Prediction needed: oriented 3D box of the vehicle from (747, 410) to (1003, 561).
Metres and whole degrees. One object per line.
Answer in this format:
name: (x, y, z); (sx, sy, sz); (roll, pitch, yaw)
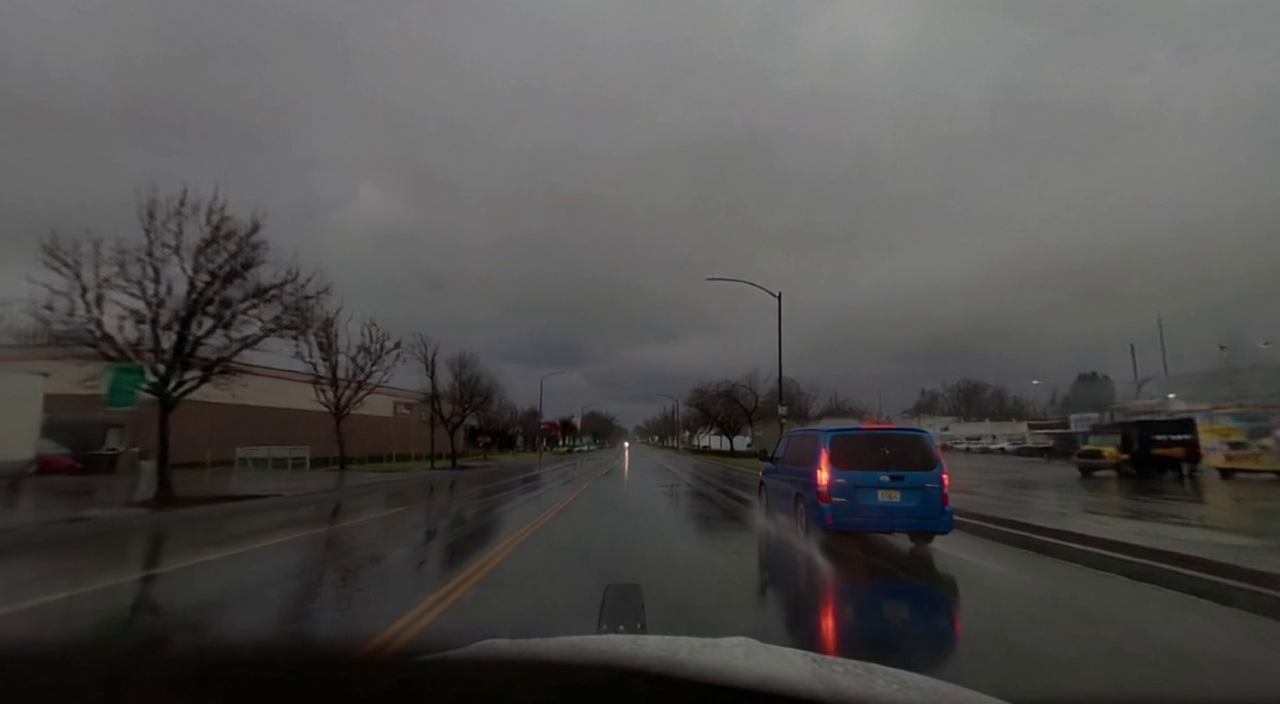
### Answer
vehicle: (3.296, 1.987, 10.178); (2.202, 1.822, 4.826); (0, -8, -1)
